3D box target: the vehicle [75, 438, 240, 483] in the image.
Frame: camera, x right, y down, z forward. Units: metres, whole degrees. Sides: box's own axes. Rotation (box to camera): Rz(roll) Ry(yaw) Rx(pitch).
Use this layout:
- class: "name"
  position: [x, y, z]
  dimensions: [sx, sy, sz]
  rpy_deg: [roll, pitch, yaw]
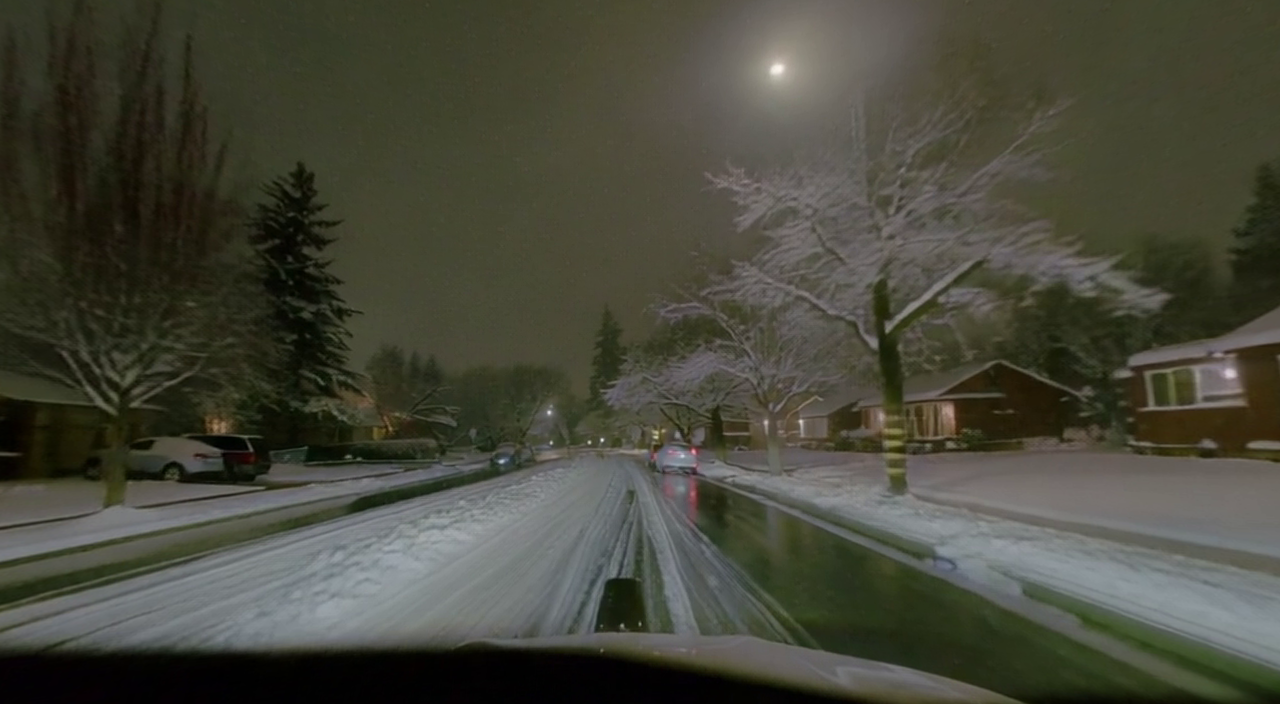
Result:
- class: "vehicle"
  position: [-17.052, 3.821, 22.335]
  dimensions: [4.344, 1.483, 1.928]
  rpy_deg: [-1, -8, 4]

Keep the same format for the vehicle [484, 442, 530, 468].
- class: "vehicle"
  position: [-8.736, 6.868, 41.710]
  dimensions: [1.943, 1.433, 4.717]
  rpy_deg: [-6, -10, 0]

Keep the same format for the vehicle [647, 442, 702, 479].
- class: "vehicle"
  position: [1.402, 4.674, 27.381]
  dimensions: [2.088, 1.429, 4.796]
  rpy_deg: [0, -8, 0]
